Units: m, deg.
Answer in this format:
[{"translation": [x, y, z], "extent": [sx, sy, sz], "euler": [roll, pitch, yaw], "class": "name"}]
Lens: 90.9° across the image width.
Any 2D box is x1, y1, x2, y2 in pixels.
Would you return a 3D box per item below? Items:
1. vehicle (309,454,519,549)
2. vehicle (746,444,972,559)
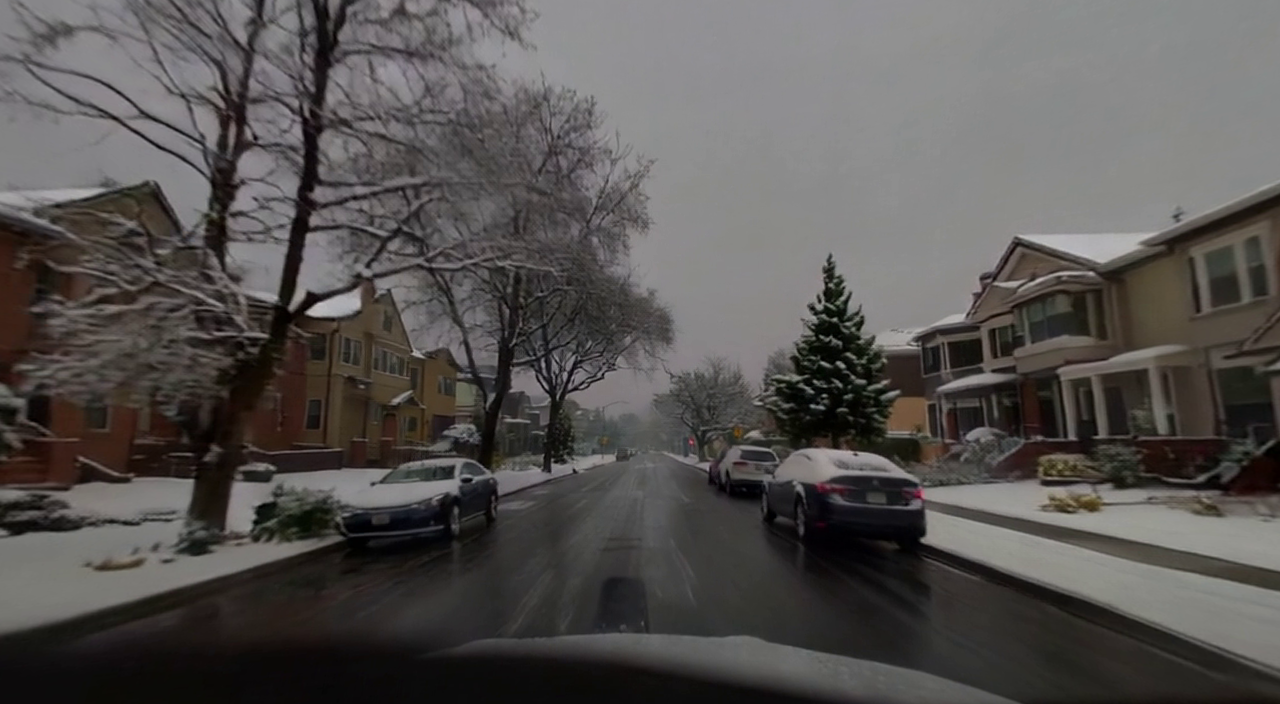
[{"translation": [-3.681, 2.497, 11.211], "extent": [1.995, 1.330, 4.080], "euler": [-1, -9, 4], "class": "vehicle"}, {"translation": [3.288, 2.360, 10.864], "extent": [2.000, 1.456, 5.251], "euler": [0, -9, 0], "class": "vehicle"}]
